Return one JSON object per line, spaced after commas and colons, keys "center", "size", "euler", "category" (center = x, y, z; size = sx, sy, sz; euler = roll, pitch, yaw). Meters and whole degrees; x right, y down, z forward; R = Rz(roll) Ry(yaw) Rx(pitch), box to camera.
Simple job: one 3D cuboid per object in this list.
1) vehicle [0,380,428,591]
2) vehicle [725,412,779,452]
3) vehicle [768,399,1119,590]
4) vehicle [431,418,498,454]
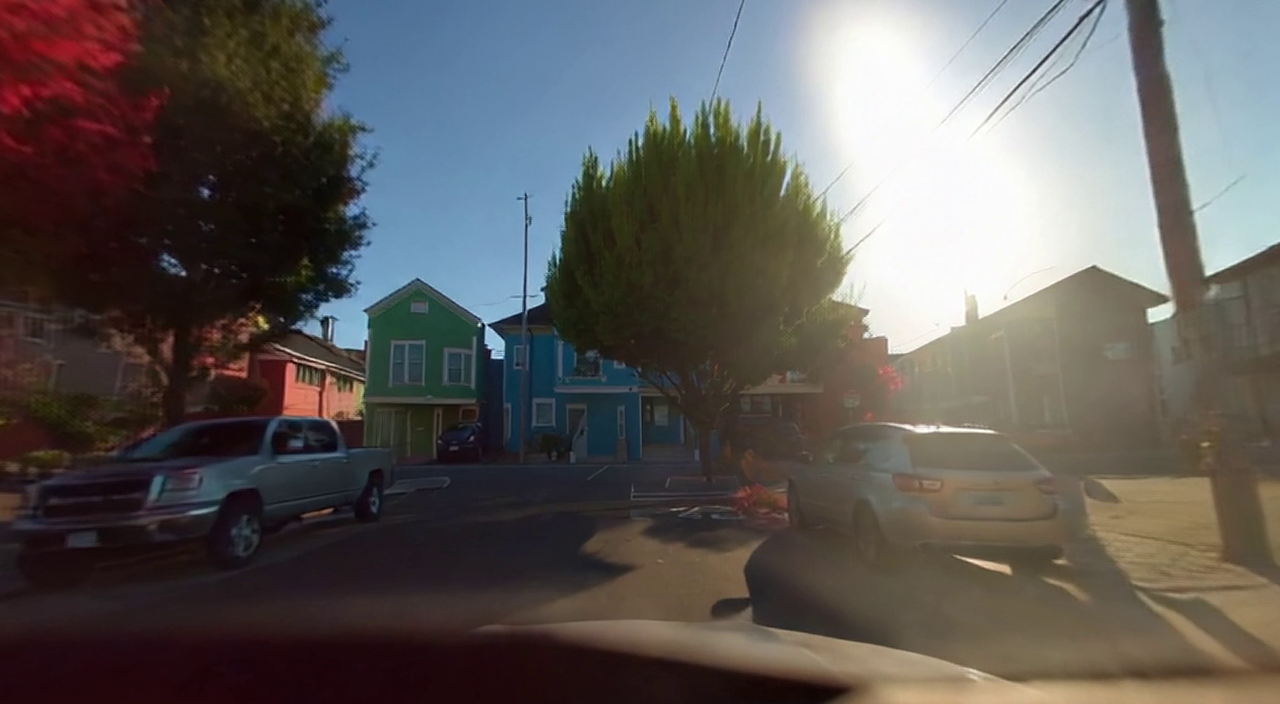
{"center": [-5.479, 1.787, 9.477], "size": [2.480, 2.084, 6.353], "euler": [0, -9, -1], "category": "vehicle"}
{"center": [5.767, 4.185, 33.027], "size": [2.081, 1.891, 4.367], "euler": [0, -7, 1], "category": "vehicle"}
{"center": [3.429, 1.726, 8.547], "size": [2.109, 1.811, 4.886], "euler": [0, -9, -3], "category": "vehicle"}
{"center": [-9.123, 4.480, 33.191], "size": [2.091, 1.760, 4.760], "euler": [0, -9, 1], "category": "vehicle"}
